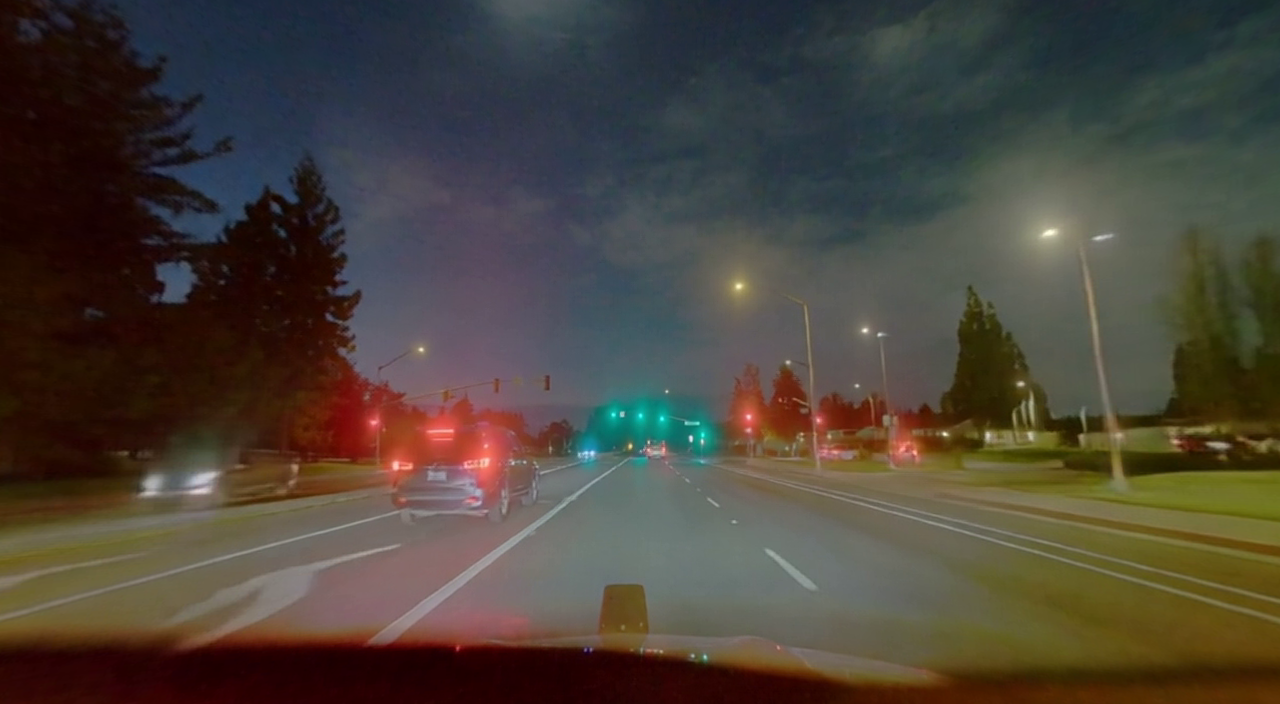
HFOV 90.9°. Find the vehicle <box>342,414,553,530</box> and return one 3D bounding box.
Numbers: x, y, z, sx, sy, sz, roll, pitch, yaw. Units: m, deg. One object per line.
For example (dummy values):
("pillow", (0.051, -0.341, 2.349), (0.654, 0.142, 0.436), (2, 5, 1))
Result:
("vehicle", (-3.425, 2.313, 12.733), (2.459, 1.825, 5.380), (0, -9, 1))

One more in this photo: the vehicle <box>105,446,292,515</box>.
("vehicle", (-11.829, 3.414, 17.358), (1.914, 1.632, 4.377), (0, -9, 0))

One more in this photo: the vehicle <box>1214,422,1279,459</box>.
("vehicle", (33.005, 4.545, 32.577), (2.003, 1.734, 4.821), (-4, -8, 0))

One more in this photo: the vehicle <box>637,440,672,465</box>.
("vehicle", (1.032, 7.629, 48.007), (2.437, 1.737, 4.420), (0, -9, -2))
